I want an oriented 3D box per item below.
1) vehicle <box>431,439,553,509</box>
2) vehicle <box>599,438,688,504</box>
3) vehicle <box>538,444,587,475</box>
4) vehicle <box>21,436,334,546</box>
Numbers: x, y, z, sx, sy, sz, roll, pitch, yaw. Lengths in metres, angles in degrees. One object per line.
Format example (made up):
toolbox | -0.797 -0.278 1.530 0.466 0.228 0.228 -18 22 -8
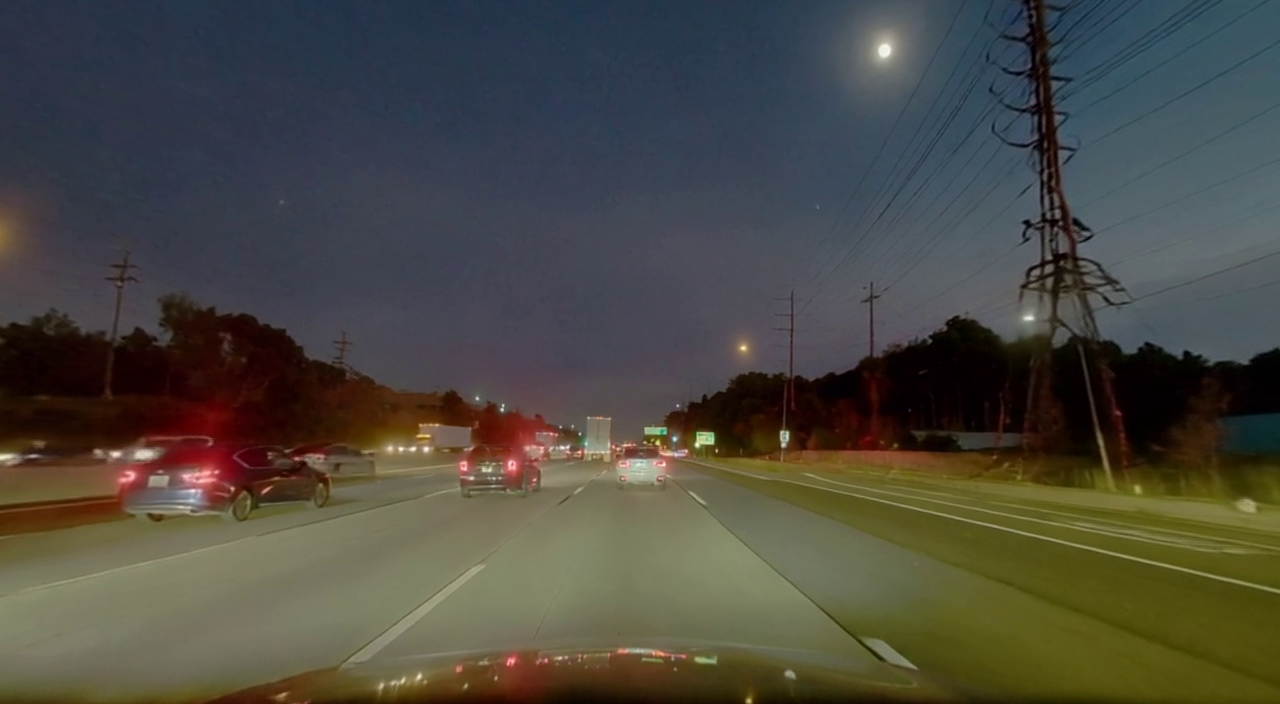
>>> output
vehicle | -3.442 2.905 15.523 1.912 1.464 4.115 0 -9 1
vehicle | 0.012 3.062 16.699 2.018 1.470 4.491 0 -9 -2
vehicle | -3.834 5.377 31.734 2.013 1.437 3.801 0 -9 0
vehicle | -7.305 2.204 10.741 1.867 1.445 4.499 0 -9 1
